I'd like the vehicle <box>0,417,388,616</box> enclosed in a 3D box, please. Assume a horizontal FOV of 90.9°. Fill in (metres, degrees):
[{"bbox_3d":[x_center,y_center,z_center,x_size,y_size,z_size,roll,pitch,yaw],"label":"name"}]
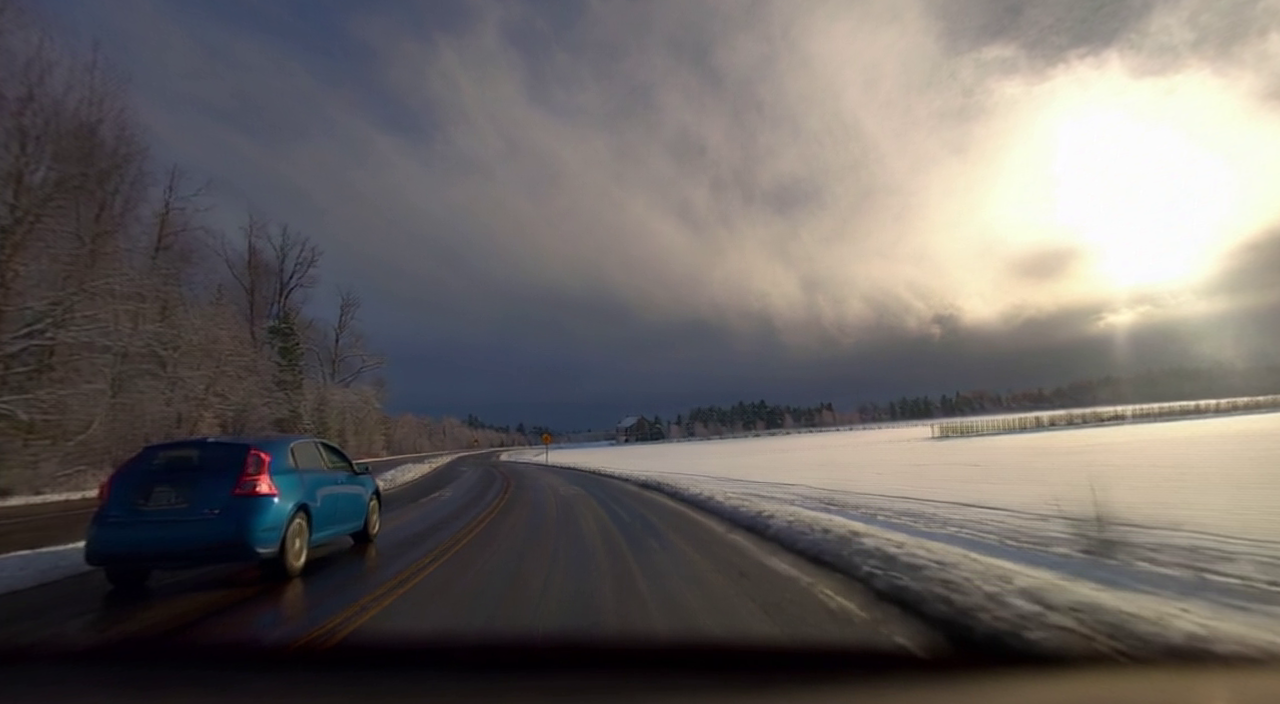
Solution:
[{"bbox_3d":[-4.698,1.667,7.238,2.078,1.607,3.959,0,-9,-3],"label":"vehicle"}]
